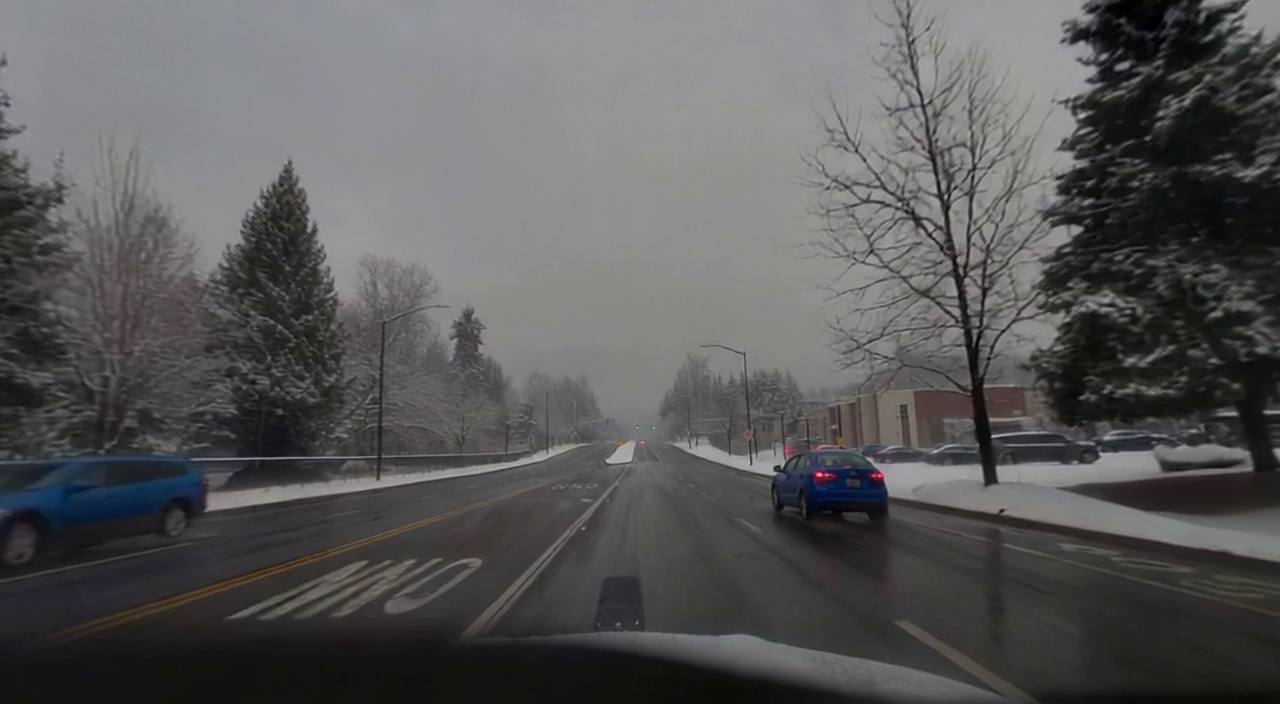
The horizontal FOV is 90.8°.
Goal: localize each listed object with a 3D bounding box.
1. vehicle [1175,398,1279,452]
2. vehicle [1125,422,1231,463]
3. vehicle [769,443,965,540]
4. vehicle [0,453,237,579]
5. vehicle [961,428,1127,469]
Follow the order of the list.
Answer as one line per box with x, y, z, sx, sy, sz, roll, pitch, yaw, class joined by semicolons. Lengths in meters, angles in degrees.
30.022;3.581;30.538;2.279;2.416;6.795;0;-9;-1;vehicle
34.606;5.851;40.899;2.369;2.475;5.128;0;-8;2;vehicle
4.034;2.535;12.204;2.114;1.493;4.430;0;-9;0;vehicle
-9.509;2.582;10.837;1.937;1.624;4.913;0;-9;0;vehicle
19.151;4.605;30.255;6.156;1.801;2.491;-1;-9;2;vehicle
